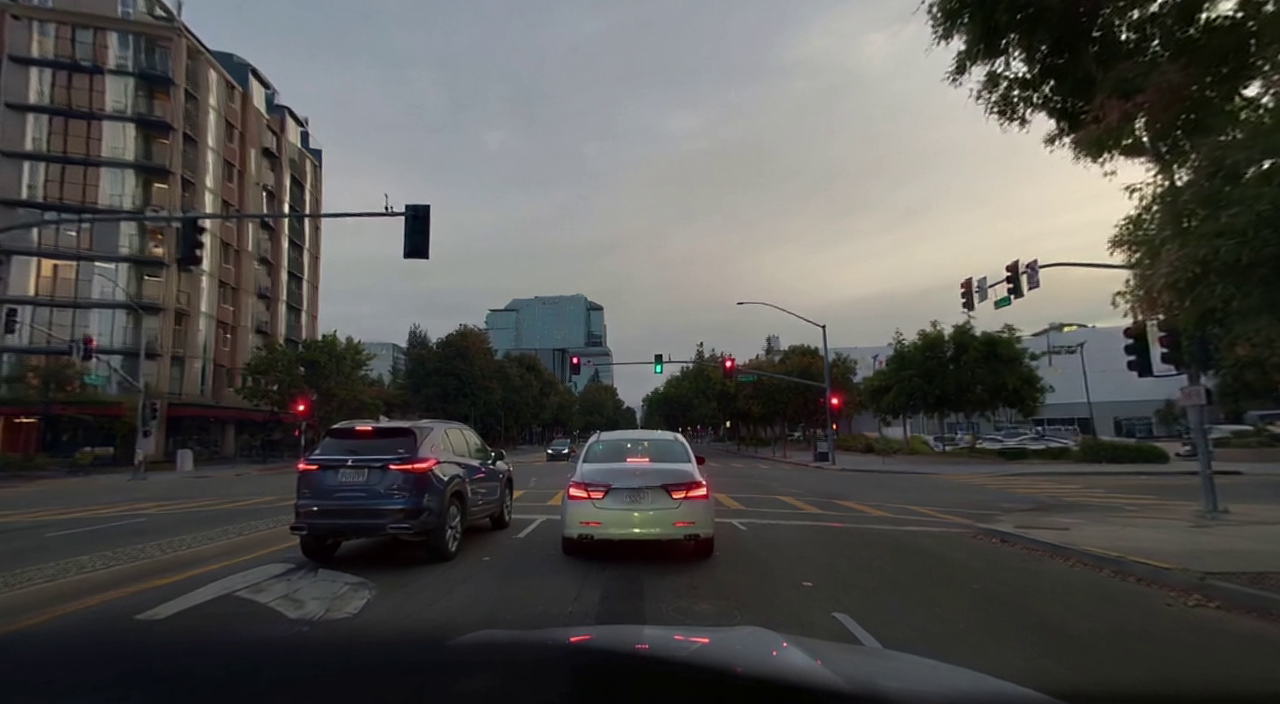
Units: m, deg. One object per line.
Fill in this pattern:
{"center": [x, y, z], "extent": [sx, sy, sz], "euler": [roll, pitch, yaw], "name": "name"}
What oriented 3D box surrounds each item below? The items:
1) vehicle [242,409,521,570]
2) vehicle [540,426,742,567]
{"center": [-3.192, 1.800, 9.055], "extent": [2.081, 1.719, 4.434], "euler": [0, -8, 0], "name": "vehicle"}
{"center": [0.008, 1.863, 8.884], "extent": [2.190, 1.522, 3.850], "euler": [0, -8, 0], "name": "vehicle"}
